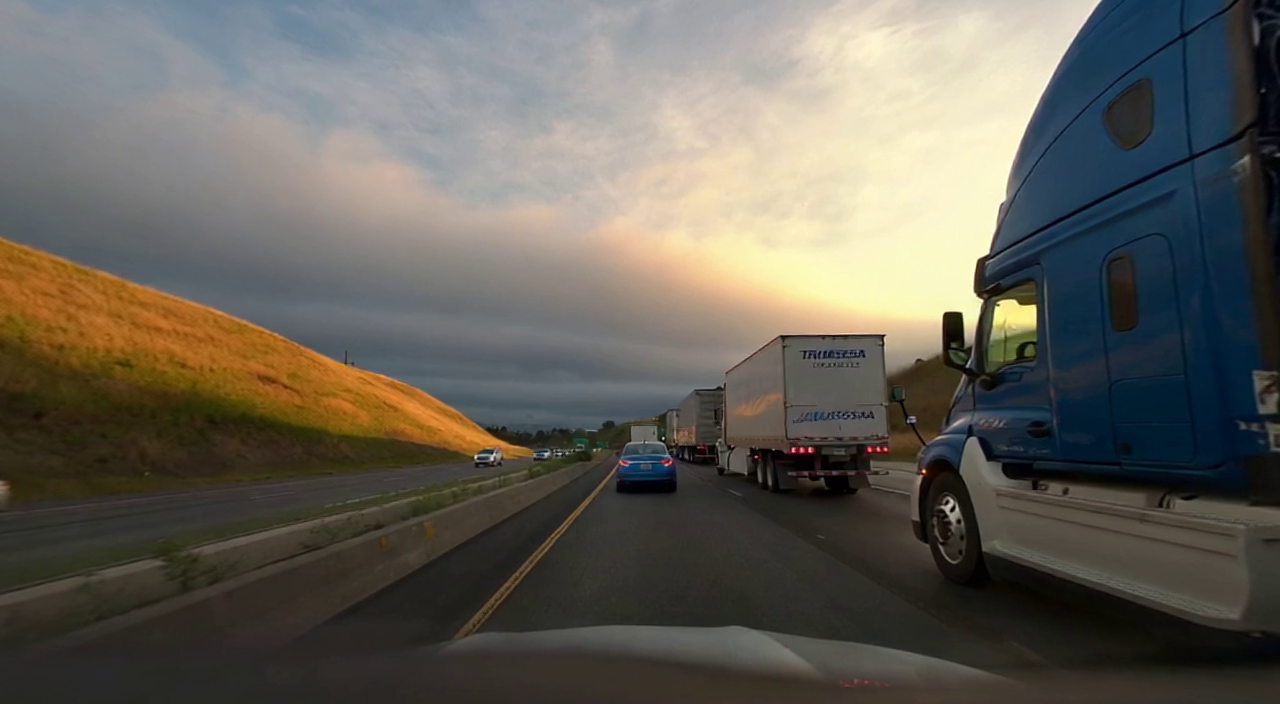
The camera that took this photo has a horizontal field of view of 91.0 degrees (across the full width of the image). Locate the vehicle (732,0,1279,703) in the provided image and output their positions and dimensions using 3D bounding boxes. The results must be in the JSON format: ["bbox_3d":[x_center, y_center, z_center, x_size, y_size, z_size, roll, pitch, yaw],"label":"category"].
[{"bbox_3d":[4.430,0.564,10.500,3.410,4.438,14.410,-1,-8,-1],"label":"vehicle"}]

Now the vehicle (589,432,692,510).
[{"bbox_3d":[0.008,2.616,14.376,2.045,1.507,3.763,-1,-8,0],"label":"vehicle"}]
